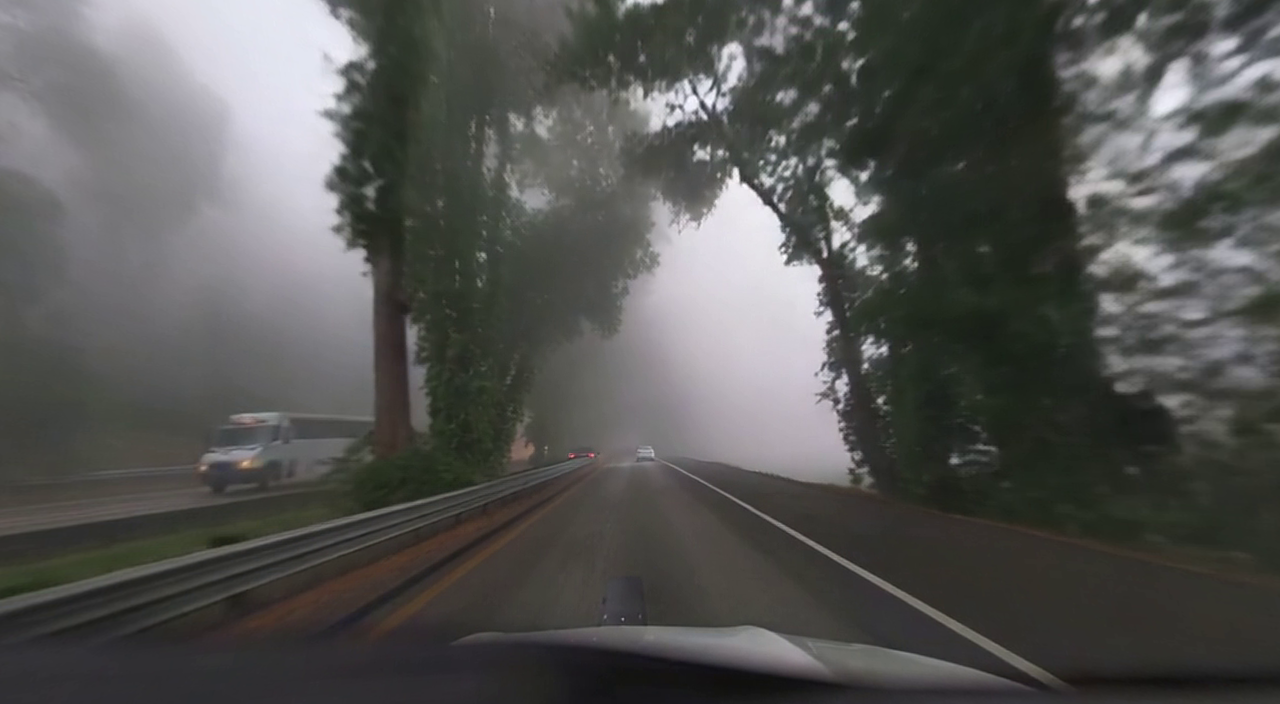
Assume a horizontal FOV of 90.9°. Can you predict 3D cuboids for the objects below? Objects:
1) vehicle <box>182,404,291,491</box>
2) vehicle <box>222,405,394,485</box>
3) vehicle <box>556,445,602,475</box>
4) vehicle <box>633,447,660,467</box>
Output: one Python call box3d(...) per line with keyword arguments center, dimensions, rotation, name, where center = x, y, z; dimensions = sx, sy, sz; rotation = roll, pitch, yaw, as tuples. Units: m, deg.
box3d(center=(-19.031, 4.510, 29.952), dimensions=(2.908, 3.879, 2.998), rotation=(0, -9, -1), name="vehicle")
box3d(center=(-19.129, 5.658, 38.162), dimensions=(2.881, 3.904, 14.146), rotation=(0, -9, -1), name="vehicle")
box3d(center=(-3.233, 5.857, 34.399), dimensions=(2.112, 1.498, 4.117), rotation=(0, -9, 0), name="vehicle")
box3d(center=(0.442, 8.062, 48.449), dimensions=(1.989, 1.402, 3.831), rotation=(0, -9, -1), name="vehicle")
